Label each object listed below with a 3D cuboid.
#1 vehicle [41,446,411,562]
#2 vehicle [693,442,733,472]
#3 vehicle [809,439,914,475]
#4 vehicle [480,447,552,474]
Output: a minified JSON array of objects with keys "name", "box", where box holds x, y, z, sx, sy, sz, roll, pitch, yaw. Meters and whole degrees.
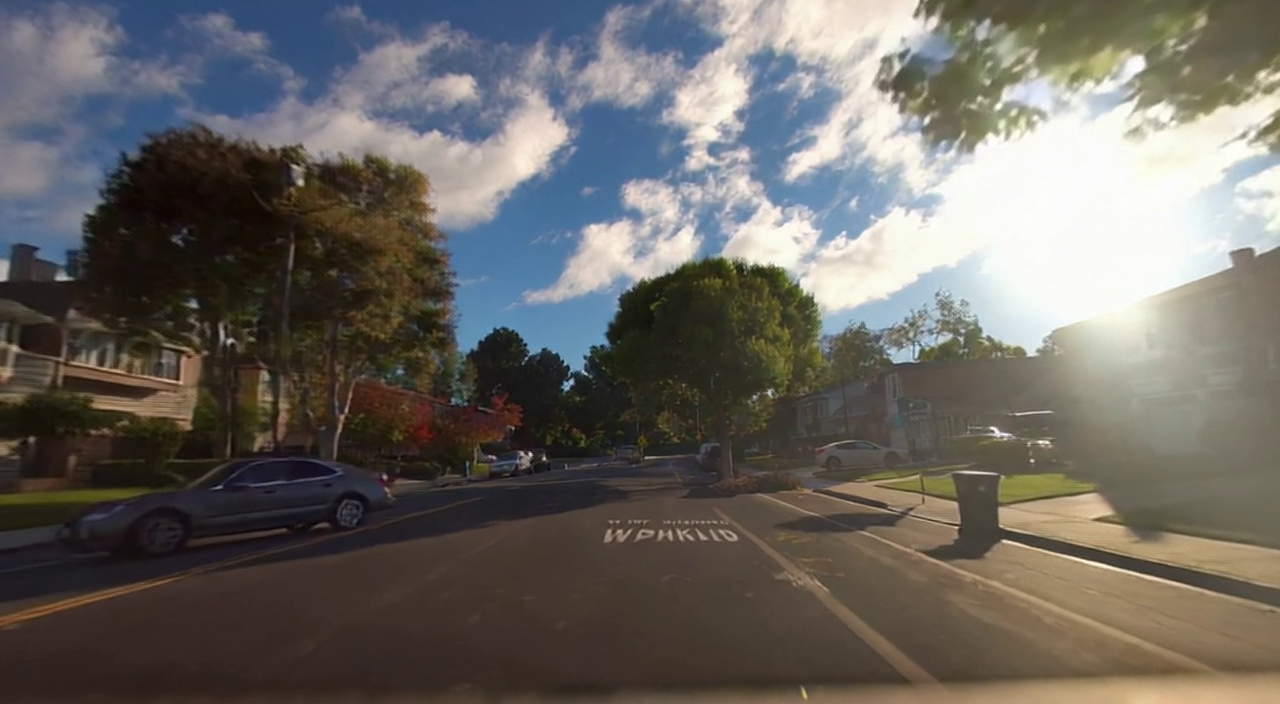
[{"name":"vehicle","box":[-6.592,2.388,10.713,4.750,1.559,1.928,5,-10,-30]},{"name":"vehicle","box":[4.838,7.006,42.384,2.051,1.925,4.625,0,-9,-1]},{"name":"vehicle","box":[11.568,5.517,33.279,4.733,1.843,2.005,0,-9,2]},{"name":"vehicle","box":[-8.842,7.699,45.102,4.620,1.695,2.004,5,-11,-38]}]
